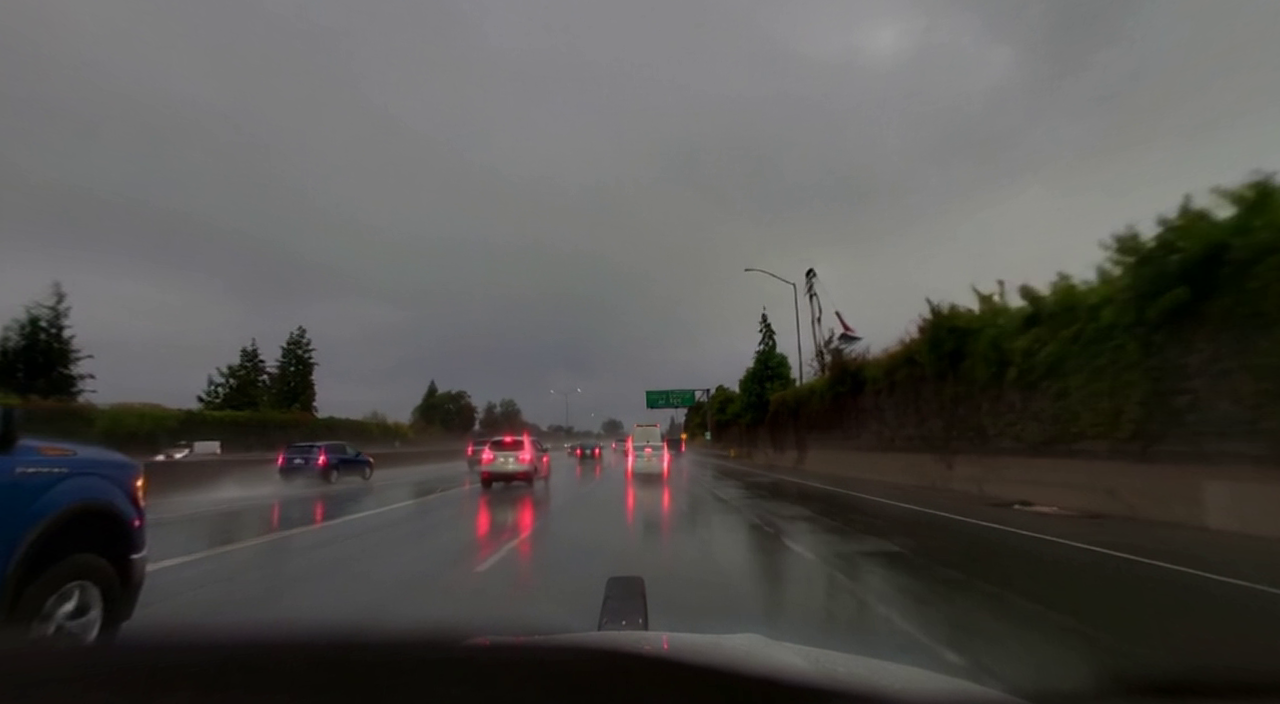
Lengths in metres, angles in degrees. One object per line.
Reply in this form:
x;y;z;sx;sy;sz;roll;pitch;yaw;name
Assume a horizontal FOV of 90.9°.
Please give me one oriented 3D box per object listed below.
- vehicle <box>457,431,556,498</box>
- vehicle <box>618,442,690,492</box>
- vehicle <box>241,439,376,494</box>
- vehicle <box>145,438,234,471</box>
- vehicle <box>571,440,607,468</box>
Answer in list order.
-3.736;3.229;18.501;1.903;1.721;4.210;0;-8;1;vehicle
0.400;3.630;20.267;2.054;1.421;4.090;0;-8;0;vehicle
-10.564;3.654;20.527;1.941;1.602;4.277;0;-8;2;vehicle
-30.551;6.959;42.996;2.239;2.119;5.149;0;-8;0;vehicle
-3.192;6.465;40.184;1.897;1.646;4.049;0;-8;1;vehicle
